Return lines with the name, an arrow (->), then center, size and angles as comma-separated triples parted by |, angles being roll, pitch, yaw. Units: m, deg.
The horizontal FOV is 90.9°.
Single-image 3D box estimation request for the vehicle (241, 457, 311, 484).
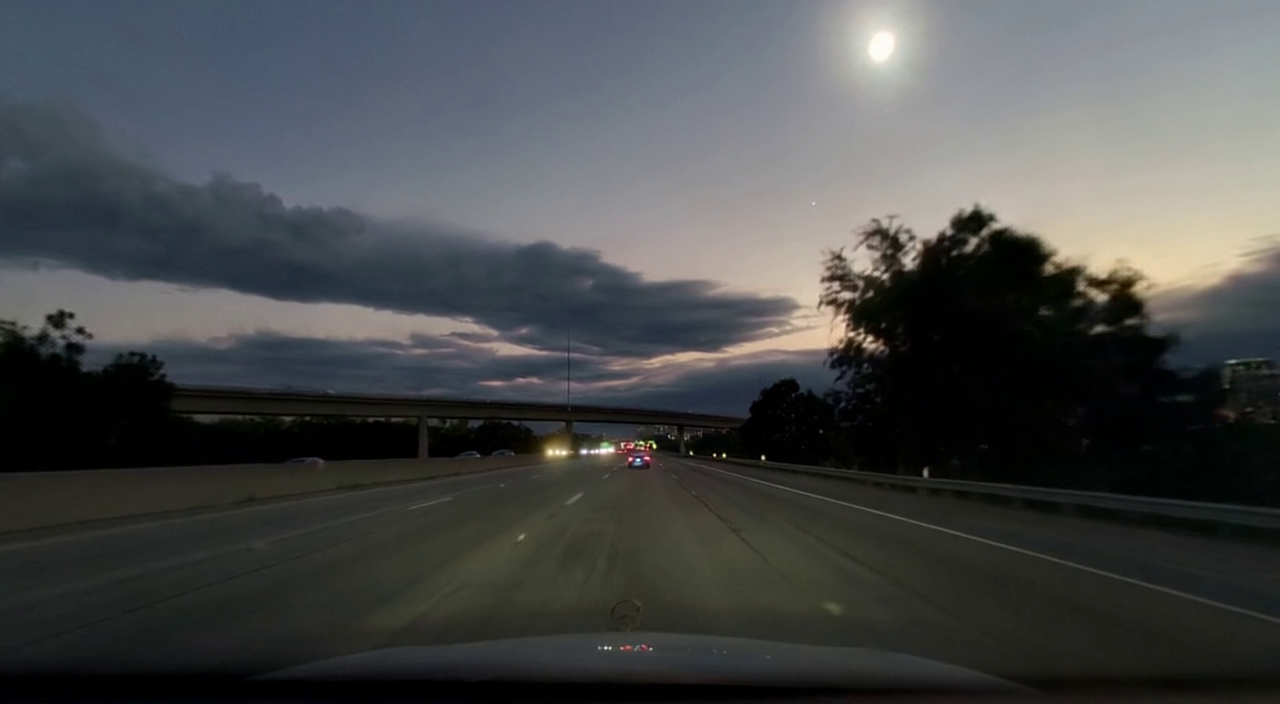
vehicle -> -23.238, 7.580, 40.424 | 1.782, 1.561, 4.513 | 0, -9, 0
